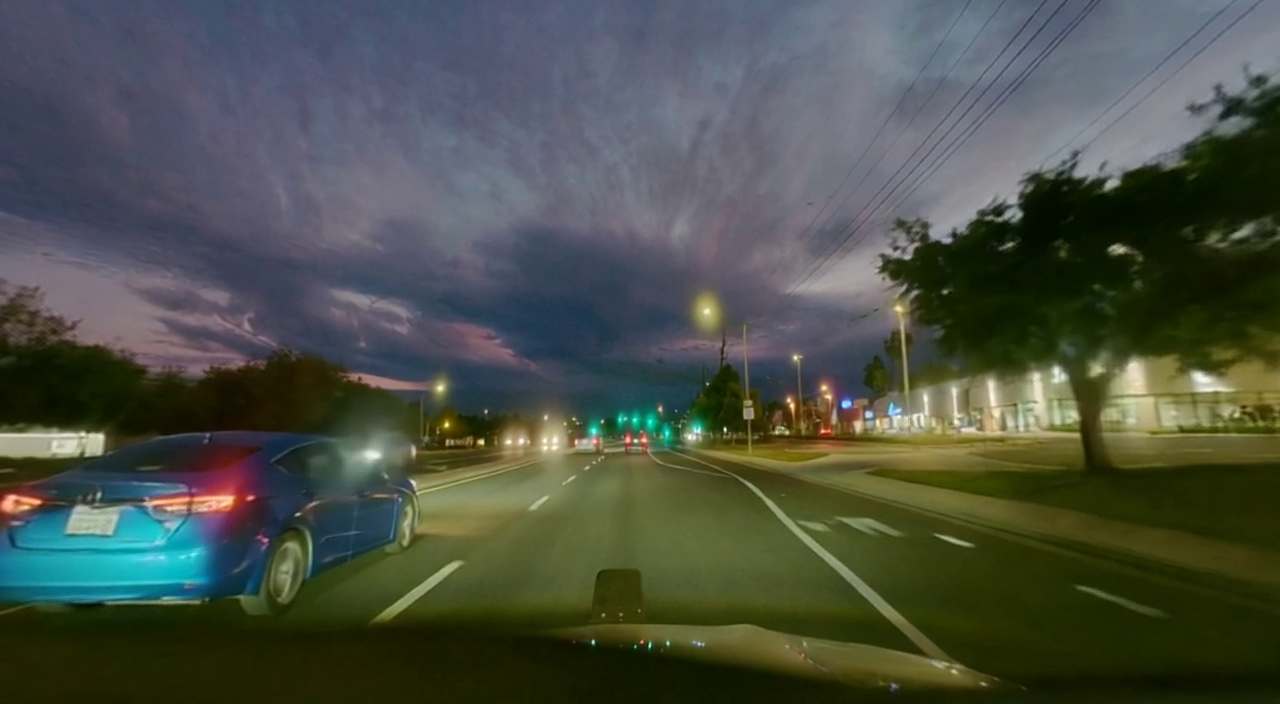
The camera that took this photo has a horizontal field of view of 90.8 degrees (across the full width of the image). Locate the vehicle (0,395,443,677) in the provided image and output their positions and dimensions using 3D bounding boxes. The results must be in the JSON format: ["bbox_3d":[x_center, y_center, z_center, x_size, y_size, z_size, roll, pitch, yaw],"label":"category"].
[{"bbox_3d":[-3.496,1.314,5.732,1.928,1.488,4.635,0,-8,0],"label":"vehicle"}]

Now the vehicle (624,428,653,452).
[{"bbox_3d":[-0.143,6.789,48.772,2.182,1.773,4.041,0,-8,-1],"label":"vehicle"}]

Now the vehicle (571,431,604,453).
[{"bbox_3d":[-3.787,6.563,45.979,2.021,1.486,3.623,0,-8,1],"label":"vehicle"}]
